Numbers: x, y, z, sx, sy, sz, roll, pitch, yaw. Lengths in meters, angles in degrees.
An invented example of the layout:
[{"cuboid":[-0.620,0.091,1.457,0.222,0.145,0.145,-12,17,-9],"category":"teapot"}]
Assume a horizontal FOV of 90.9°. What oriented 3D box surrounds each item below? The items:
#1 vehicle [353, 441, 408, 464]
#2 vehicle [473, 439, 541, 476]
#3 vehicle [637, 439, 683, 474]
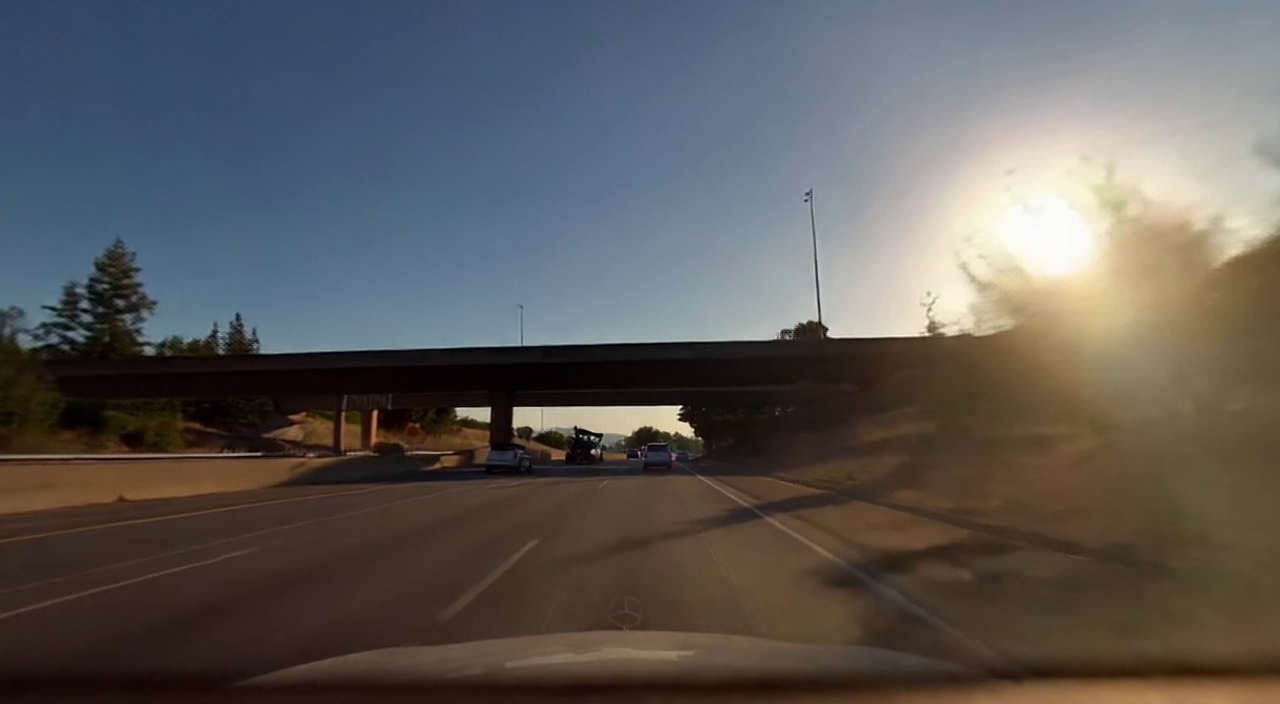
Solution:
[{"cuboid":[-19.743,7.619,48.175,1.886,1.606,4.950,0,-8,3],"category":"vehicle"},{"cuboid":[-6.319,5.049,30.573,2.115,1.644,4.513,0,-8,3],"category":"vehicle"},{"cuboid":[1.074,5.634,34.343,2.336,1.722,4.212,0,-8,2],"category":"vehicle"}]
